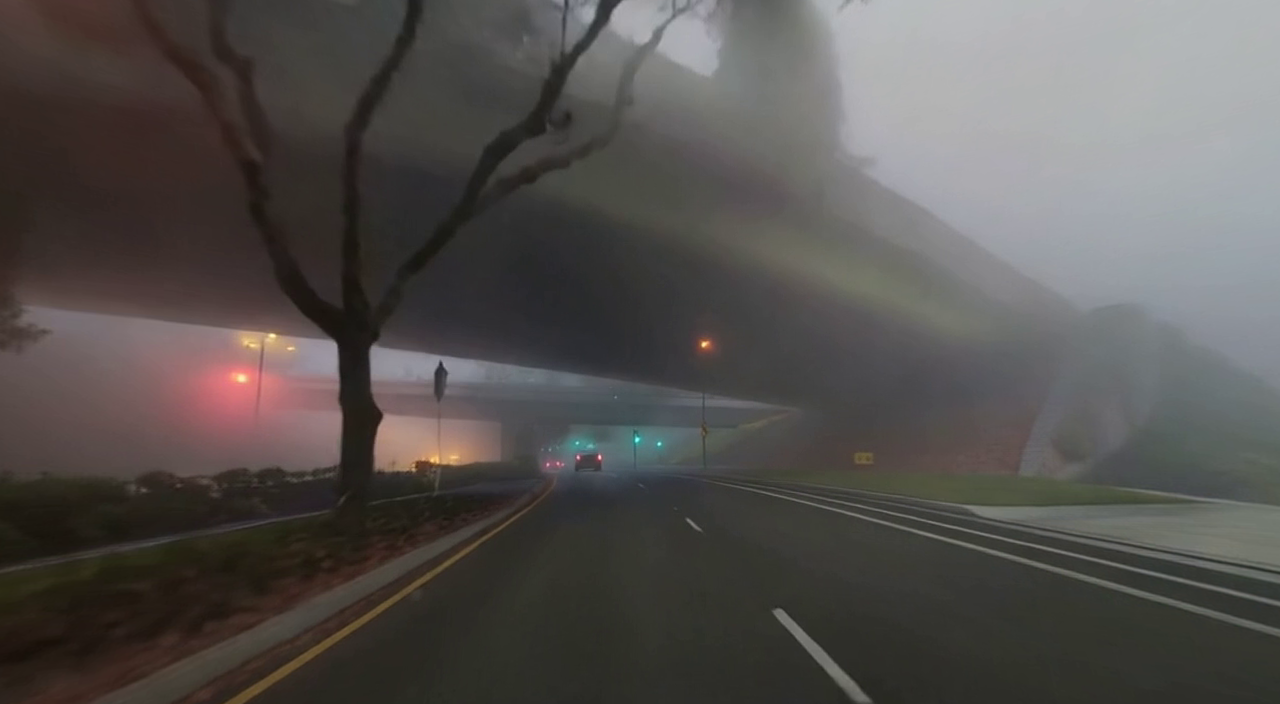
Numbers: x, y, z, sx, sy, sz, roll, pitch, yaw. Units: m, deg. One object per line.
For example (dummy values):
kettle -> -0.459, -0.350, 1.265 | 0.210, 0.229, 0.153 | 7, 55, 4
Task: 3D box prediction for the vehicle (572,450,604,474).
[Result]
vehicle -> -4.030, 8.394, 48.402 | 2.184, 1.713, 4.231 | 1, -9, -9
